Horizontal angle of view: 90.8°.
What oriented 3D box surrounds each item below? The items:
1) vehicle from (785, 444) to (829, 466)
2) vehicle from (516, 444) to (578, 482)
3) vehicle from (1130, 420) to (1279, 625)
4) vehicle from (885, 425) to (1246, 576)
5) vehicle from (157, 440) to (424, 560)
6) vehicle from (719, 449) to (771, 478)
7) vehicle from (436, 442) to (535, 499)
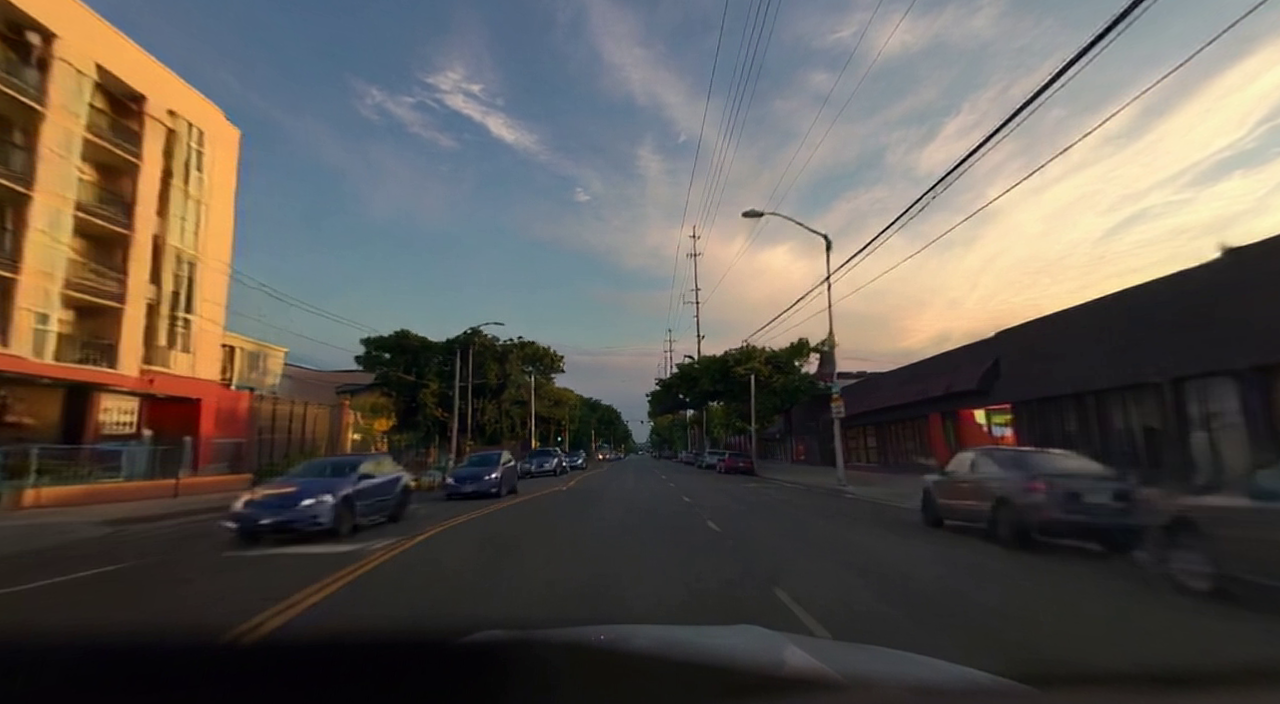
[{"bbox_3d":[11.761,7.271,44.802,1.866,1.506,4.934,0,-8,1],"label":"vehicle"},{"bbox_3d":[-4.326,5.246,30.173,2.145,1.653,4.421,-1,-8,2],"label":"vehicle"},{"bbox_3d":[5.930,1.205,4.110,1.957,1.572,4.418,0,-8,1],"label":"vehicle"},{"bbox_3d":[5.911,2.082,9.835,2.138,1.715,4.886,0,-8,-1],"label":"vehicle"},{"bbox_3d":[-5.207,2.201,10.154,1.949,1.533,3.864,-1,-8,2],"label":"vehicle"},{"bbox_3d":[6.025,6.442,36.836,2.054,1.525,4.258,0,-8,-4],"label":"vehicle"},{"bbox_3d":[-4.877,3.789,20.614,1.950,1.636,4.253,-1,-8,3],"label":"vehicle"}]
